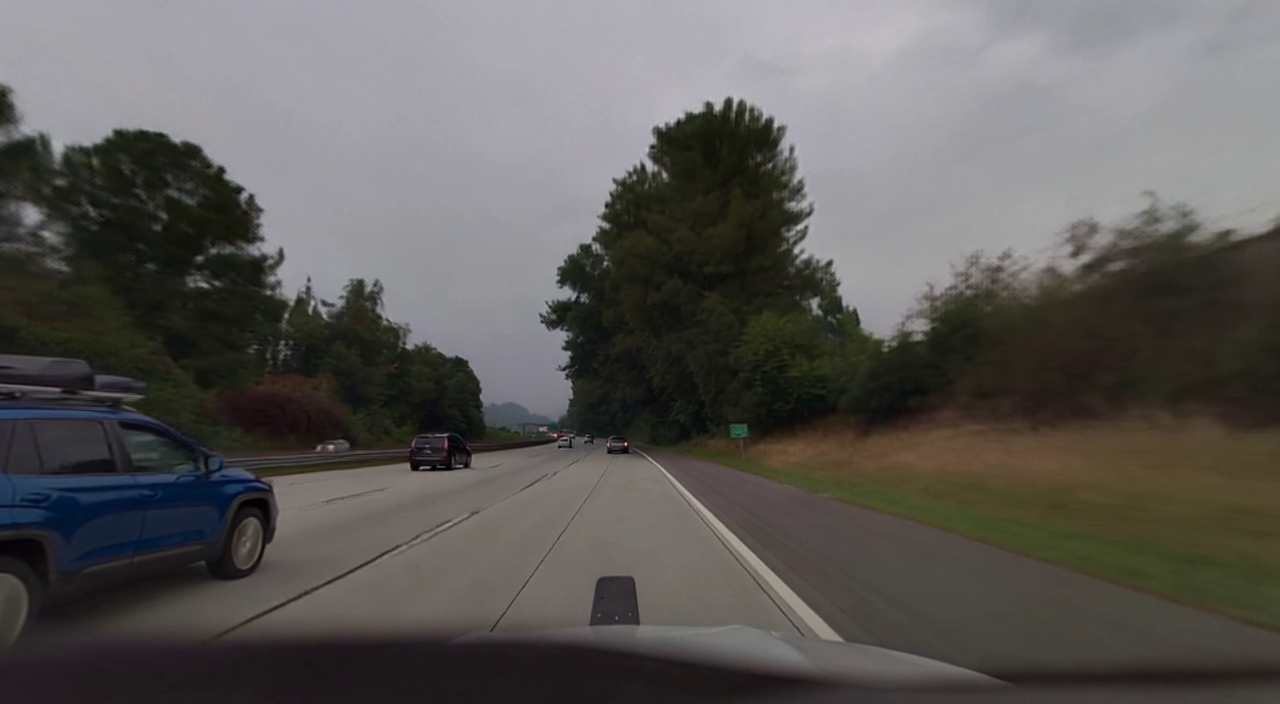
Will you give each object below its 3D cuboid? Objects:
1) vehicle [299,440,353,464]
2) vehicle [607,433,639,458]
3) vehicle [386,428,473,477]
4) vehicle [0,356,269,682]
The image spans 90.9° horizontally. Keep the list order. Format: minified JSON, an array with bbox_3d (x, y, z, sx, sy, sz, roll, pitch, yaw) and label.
[{"bbox_3d":[-21.239,6.783,42.805,1.729,1.483,3.790,0,-7,0],"label":"vehicle"},{"bbox_3d":[-1.193,6.628,44.901,2.178,1.658,3.916,0,-8,-1],"label":"vehicle"},{"bbox_3d":[-8.226,3.940,25.047,1.964,1.745,4.338,0,-8,0],"label":"vehicle"},{"bbox_3d":[-4.507,0.924,3.549,2.069,1.748,4.652,0,-8,-1],"label":"vehicle"}]
